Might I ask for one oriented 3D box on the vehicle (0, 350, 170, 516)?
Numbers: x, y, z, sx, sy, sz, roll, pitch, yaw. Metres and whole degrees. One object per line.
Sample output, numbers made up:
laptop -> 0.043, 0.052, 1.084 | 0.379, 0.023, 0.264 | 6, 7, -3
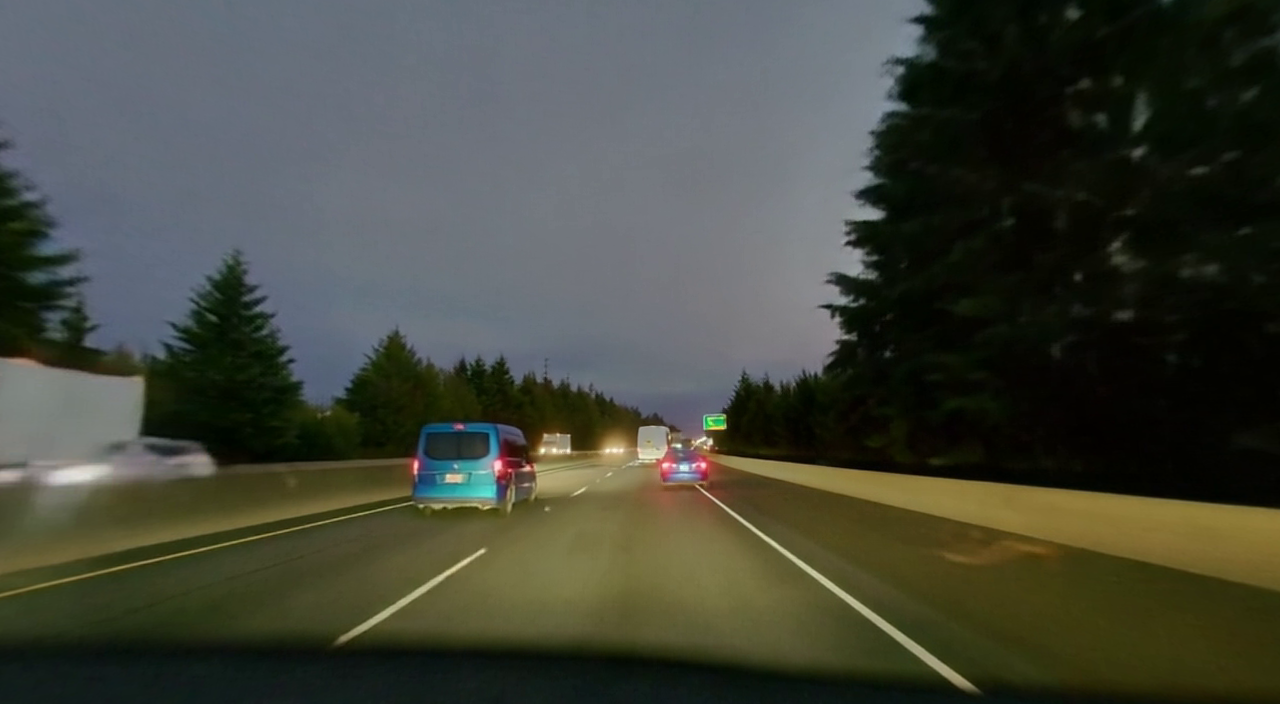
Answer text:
vehicle -> -17.402, 1.681, 13.518 | 2.897, 4.077, 15.052 | 0, -9, 1

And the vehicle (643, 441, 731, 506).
vehicle -> 1.101, 3.120, 16.559 | 2.012, 1.485, 3.649 | 0, -9, 0

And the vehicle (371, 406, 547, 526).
vehicle -> -3.483, 2.343, 13.387 | 2.217, 2.033, 4.975 | 0, -9, 0

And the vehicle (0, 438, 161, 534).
vehicle -> -12.614, 2.661, 12.886 | 1.984, 1.727, 4.551 | 0, -9, 0
